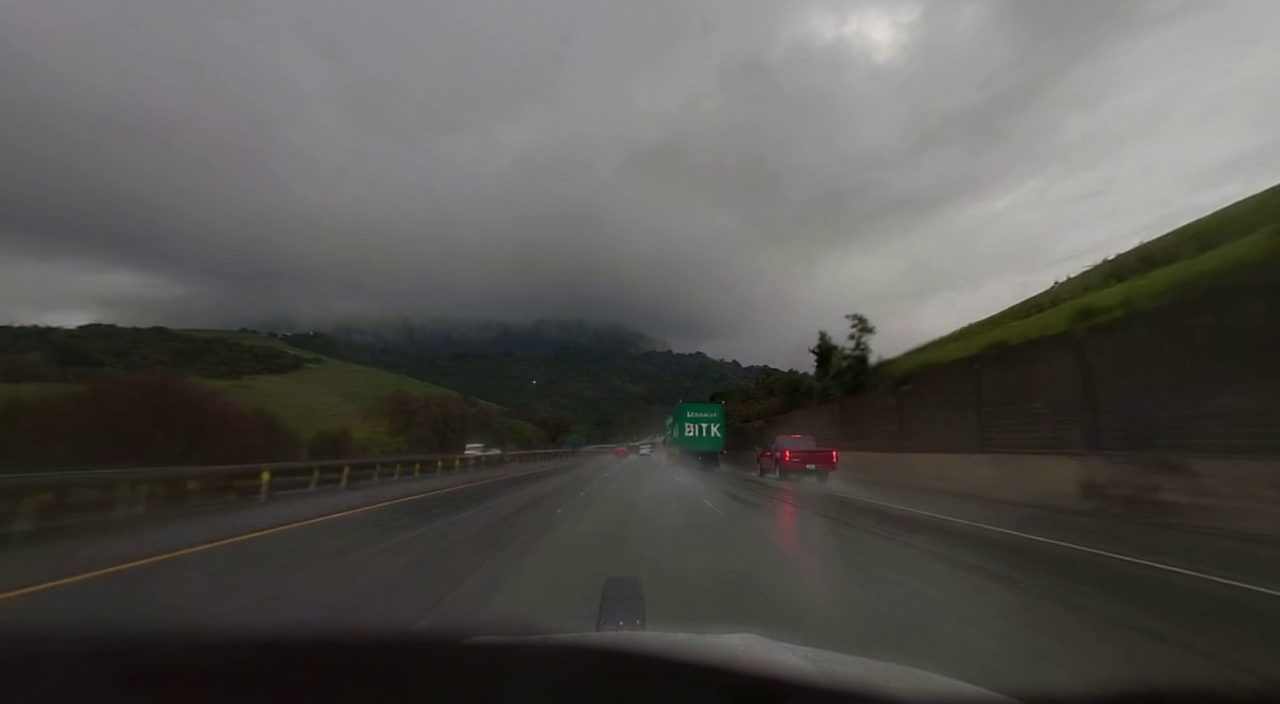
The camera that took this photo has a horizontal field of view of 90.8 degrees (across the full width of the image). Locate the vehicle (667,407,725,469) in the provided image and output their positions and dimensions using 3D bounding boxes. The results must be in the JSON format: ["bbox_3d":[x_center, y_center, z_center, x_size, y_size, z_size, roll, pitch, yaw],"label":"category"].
[{"bbox_3d":[3.913,6.573,47.458,2.906,4.011,13.159,0,-9,-1],"label":"vehicle"}]
